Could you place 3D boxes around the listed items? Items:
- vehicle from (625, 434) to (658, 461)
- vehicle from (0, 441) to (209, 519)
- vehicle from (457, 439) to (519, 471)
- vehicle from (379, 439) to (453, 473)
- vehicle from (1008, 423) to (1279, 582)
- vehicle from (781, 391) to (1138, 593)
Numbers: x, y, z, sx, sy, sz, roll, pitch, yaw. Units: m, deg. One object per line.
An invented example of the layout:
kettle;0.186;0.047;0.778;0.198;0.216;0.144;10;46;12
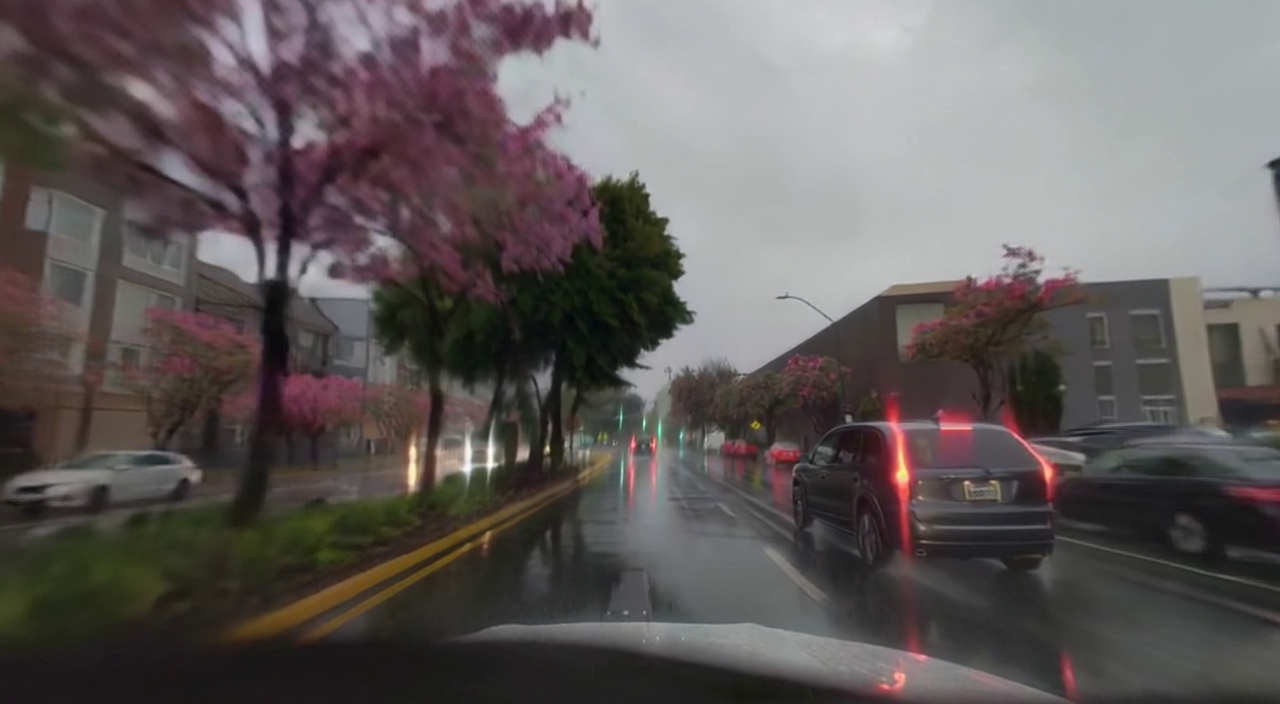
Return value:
vehicle;0.147;6.822;45.052;2.244;1.813;4.129;0;-8;1
vehicle;-11.959;2.758;14.146;1.779;1.495;3.766;0;-8;1
vehicle;-7.728;5.254;32.503;1.960;1.530;4.313;0;-8;2
vehicle;-11.499;5.347;32.769;2.049;1.641;4.573;0;-8;2
vehicle;7.453;1.798;8.367;2.182;1.570;4.911;0;-8;0
vehicle;3.293;1.547;7.830;2.071;1.747;4.549;0;-8;1
